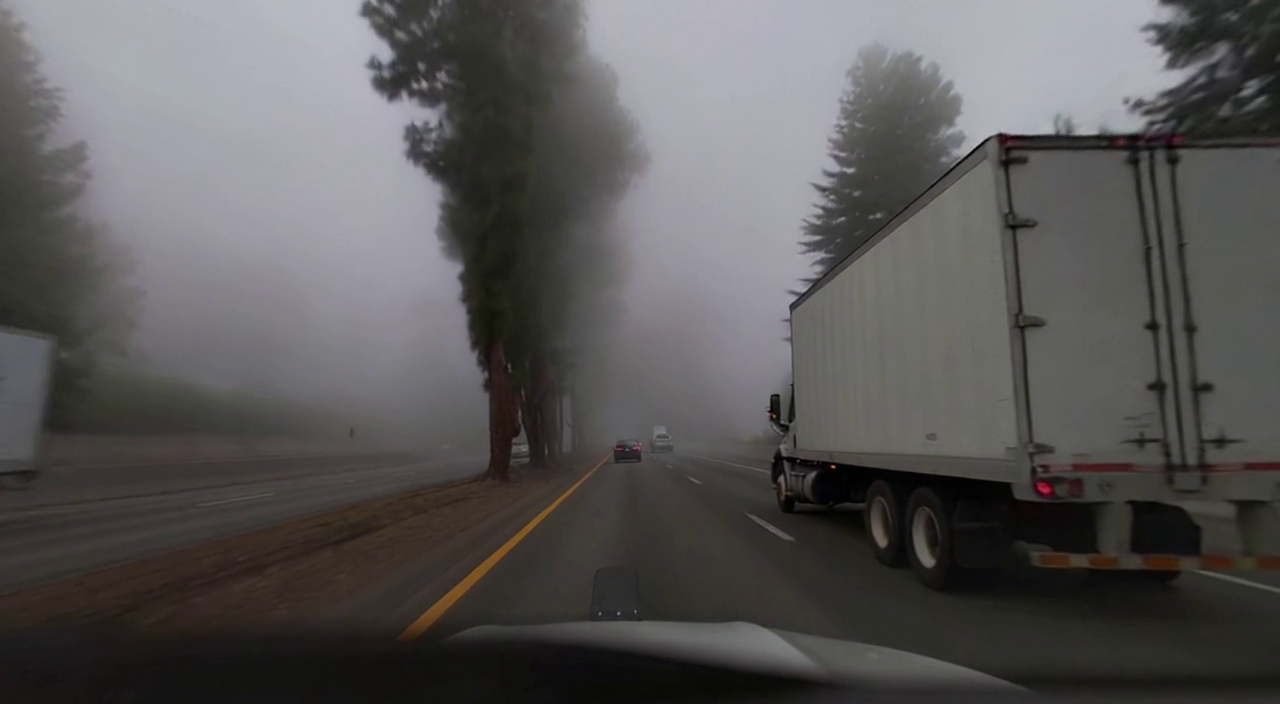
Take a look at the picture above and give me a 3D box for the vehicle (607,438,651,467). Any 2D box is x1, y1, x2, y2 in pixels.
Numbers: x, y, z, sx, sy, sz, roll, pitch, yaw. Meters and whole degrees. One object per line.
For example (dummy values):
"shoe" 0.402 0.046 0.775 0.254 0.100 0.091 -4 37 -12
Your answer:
"vehicle" -0.592 5.380 34.082 2.259 1.466 3.693 0 -8 -1

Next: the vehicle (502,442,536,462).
"vehicle" -9.380 7.718 49.030 1.882 1.446 3.944 0 -8 -1

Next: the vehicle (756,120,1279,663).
"vehicle" 3.833 0.697 8.189 2.921 3.526 8.207 0 -8 -1
